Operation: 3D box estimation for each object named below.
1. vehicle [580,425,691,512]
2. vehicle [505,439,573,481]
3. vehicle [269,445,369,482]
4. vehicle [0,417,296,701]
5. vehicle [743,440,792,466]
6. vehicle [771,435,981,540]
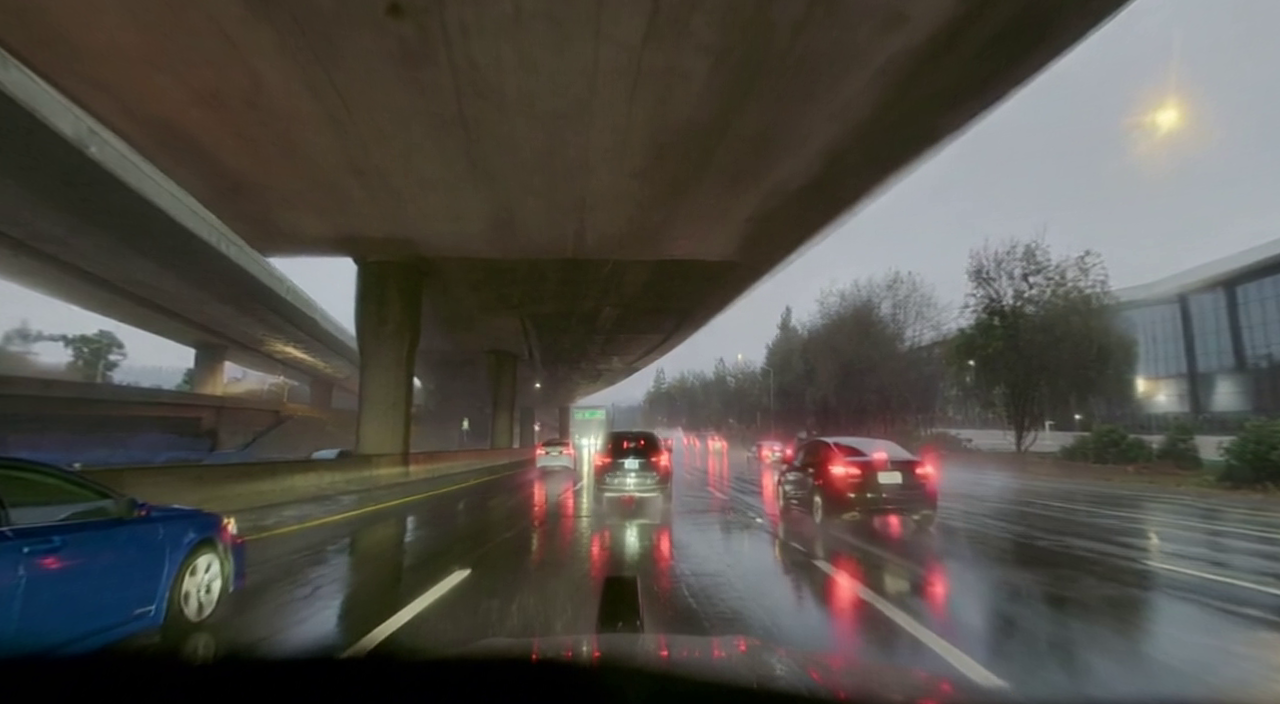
[{"bbox_3d":[-0.068,2.622,14.530,2.181,1.697,4.021,0,-9,1],"label":"vehicle"},{"bbox_3d":[-3.951,4.313,25.463,1.947,1.516,4.295,0,-9,1],"label":"vehicle"},{"bbox_3d":[-14.748,5.128,29.268,2.021,1.561,4.722,0,-9,2],"label":"vehicle"},{"bbox_3d":[-4.348,1.163,3.817,1.974,1.478,4.412,0,-9,1],"label":"vehicle"},{"bbox_3d":[7.933,6.324,39.594,2.049,1.521,4.604,0,-9,0],"label":"vehicle"},{"bbox_3d":[3.901,2.312,11.459,2.031,1.492,4.577,0,-9,0],"label":"vehicle"}]
